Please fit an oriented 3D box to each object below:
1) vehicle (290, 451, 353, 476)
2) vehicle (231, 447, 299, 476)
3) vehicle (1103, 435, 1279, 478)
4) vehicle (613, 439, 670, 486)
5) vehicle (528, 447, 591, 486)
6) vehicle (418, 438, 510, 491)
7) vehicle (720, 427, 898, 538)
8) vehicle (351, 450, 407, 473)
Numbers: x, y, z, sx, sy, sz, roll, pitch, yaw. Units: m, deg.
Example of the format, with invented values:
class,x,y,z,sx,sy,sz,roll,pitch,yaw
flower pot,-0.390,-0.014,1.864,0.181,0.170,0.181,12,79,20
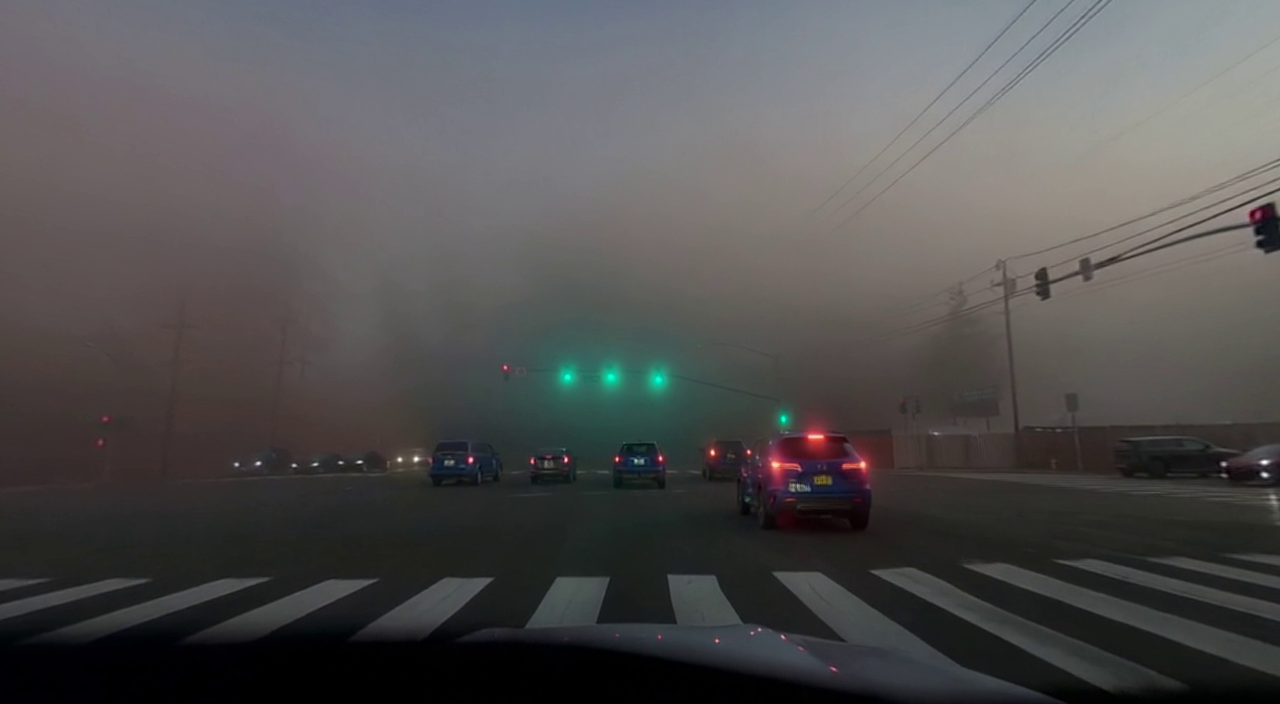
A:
class,x,y,z,sx,sy,sz,roll,pitch,yaw
vehicle,-21.551,7.505,42.888,1.891,1.577,4.238,-1,-9,3
vehicle,-24.901,7.271,42.152,1.889,1.814,4.086,0,-9,1
vehicle,20.332,3.870,23.391,4.830,1.493,1.930,0,-9,-1
vehicle,0.091,4.408,25.427,2.111,1.712,4.078,0,-9,1
vehicle,-3.202,4.648,26.039,1.881,1.466,4.484,0,-9,1
vehicle,-6.660,4.299,24.479,2.116,1.812,4.609,0,-9,2
vehicle,2.846,2.311,11.836,2.034,1.655,4.465,0,-9,-1
vehicle,-18.250,7.680,44.375,1.994,1.496,4.211,-1,-9,2
